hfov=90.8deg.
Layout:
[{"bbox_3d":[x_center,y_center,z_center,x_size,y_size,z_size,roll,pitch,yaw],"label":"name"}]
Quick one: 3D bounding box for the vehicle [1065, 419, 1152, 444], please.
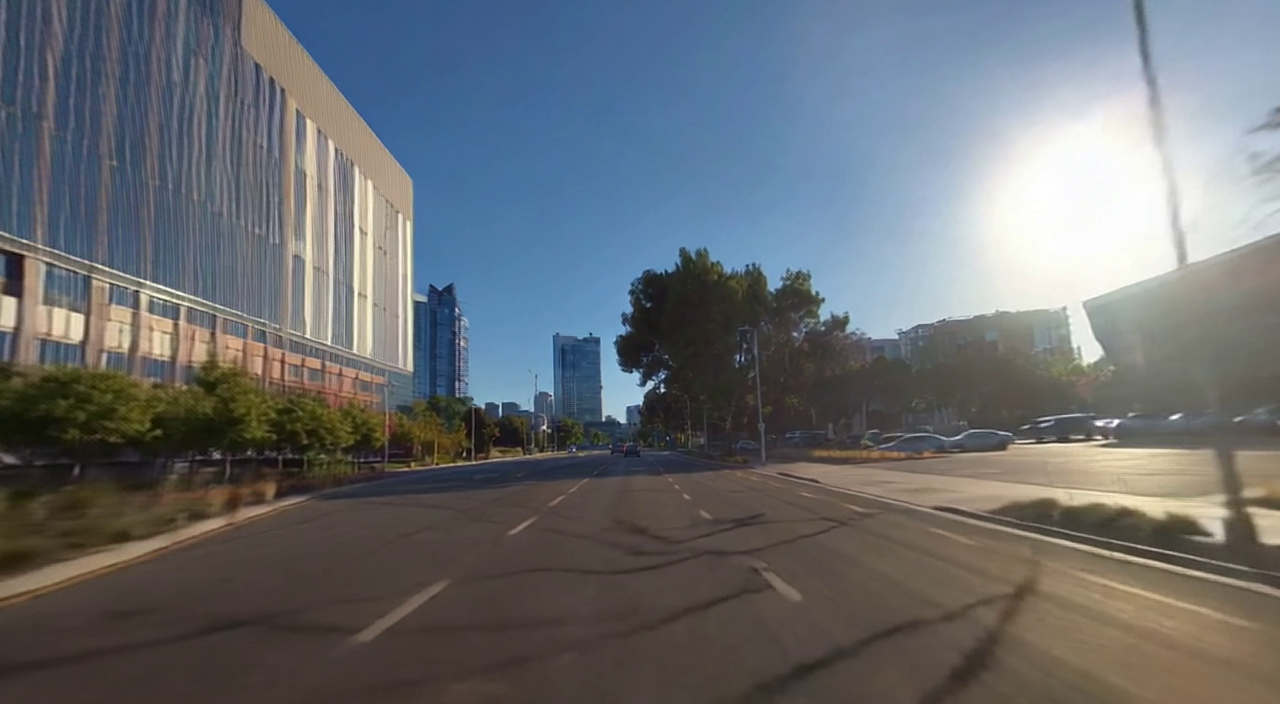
[{"bbox_3d":[32.685,5.577,44.146,4.531,1.672,1.895,0,-8,0],"label":"vehicle"}]
